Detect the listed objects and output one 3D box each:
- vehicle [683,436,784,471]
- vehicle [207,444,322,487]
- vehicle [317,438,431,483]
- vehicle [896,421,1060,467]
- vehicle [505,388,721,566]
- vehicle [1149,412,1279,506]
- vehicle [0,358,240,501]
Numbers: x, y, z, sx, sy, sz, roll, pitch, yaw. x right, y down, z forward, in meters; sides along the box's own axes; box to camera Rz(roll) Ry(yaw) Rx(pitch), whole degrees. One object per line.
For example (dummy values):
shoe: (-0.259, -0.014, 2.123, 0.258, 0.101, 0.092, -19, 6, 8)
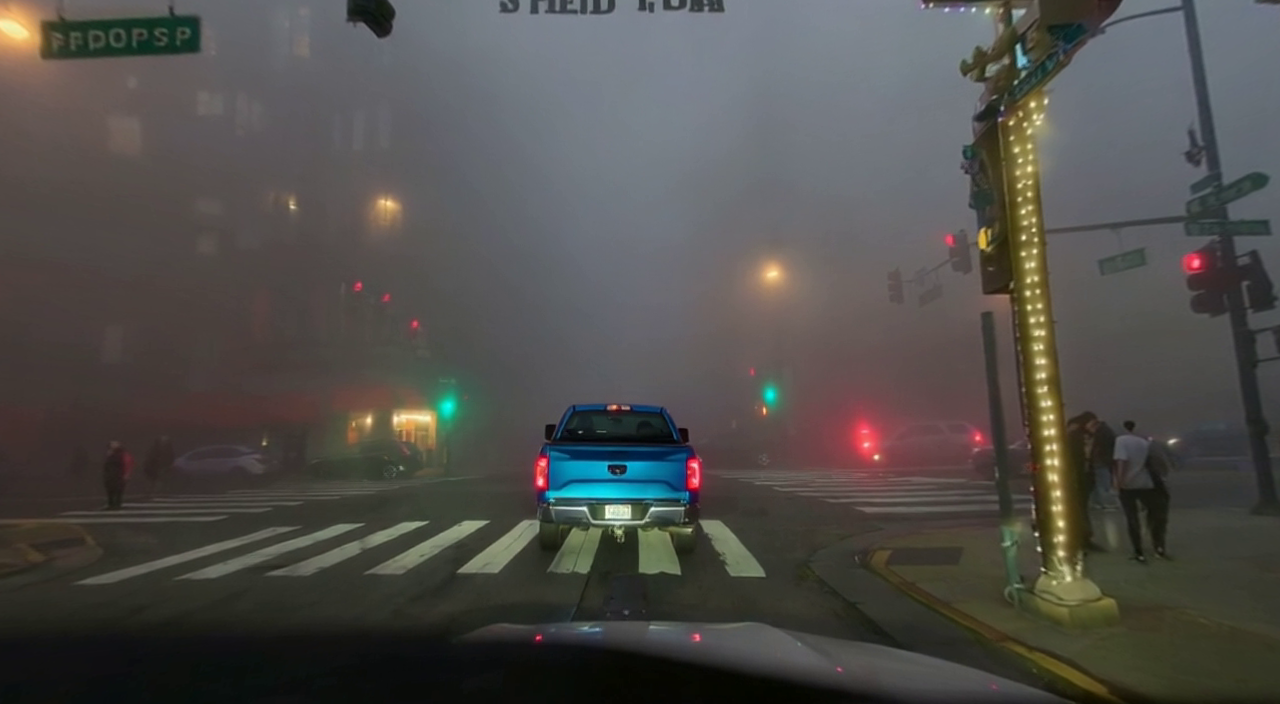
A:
vehicle: (4.306, 4.764, 29.643, 4.515, 1.583, 1.920, -1, -8, 3)
vehicle: (-18.582, 5.617, 31.373, 4.398, 2.057, 1.959, 0, -8, -2)
vehicle: (-13.110, 5.354, 31.221, 4.799, 1.909, 2.011, -3, -7, 3)
vehicle: (11.643, 3.212, 21.931, 4.600, 1.506, 1.878, 0, -8, -2)
vehicle: (-0.460, 1.842, 10.089, 2.477, 2.020, 5.534, 0, -8, -3)
vehicle: (13.050, 2.024, 12.333, 4.082, 1.613, 2.211, -3, -12, 0)
vehicle: (-22.322, 2.747, 22.363, 13.729, 4.662, 3.300, 0, -8, 0)
